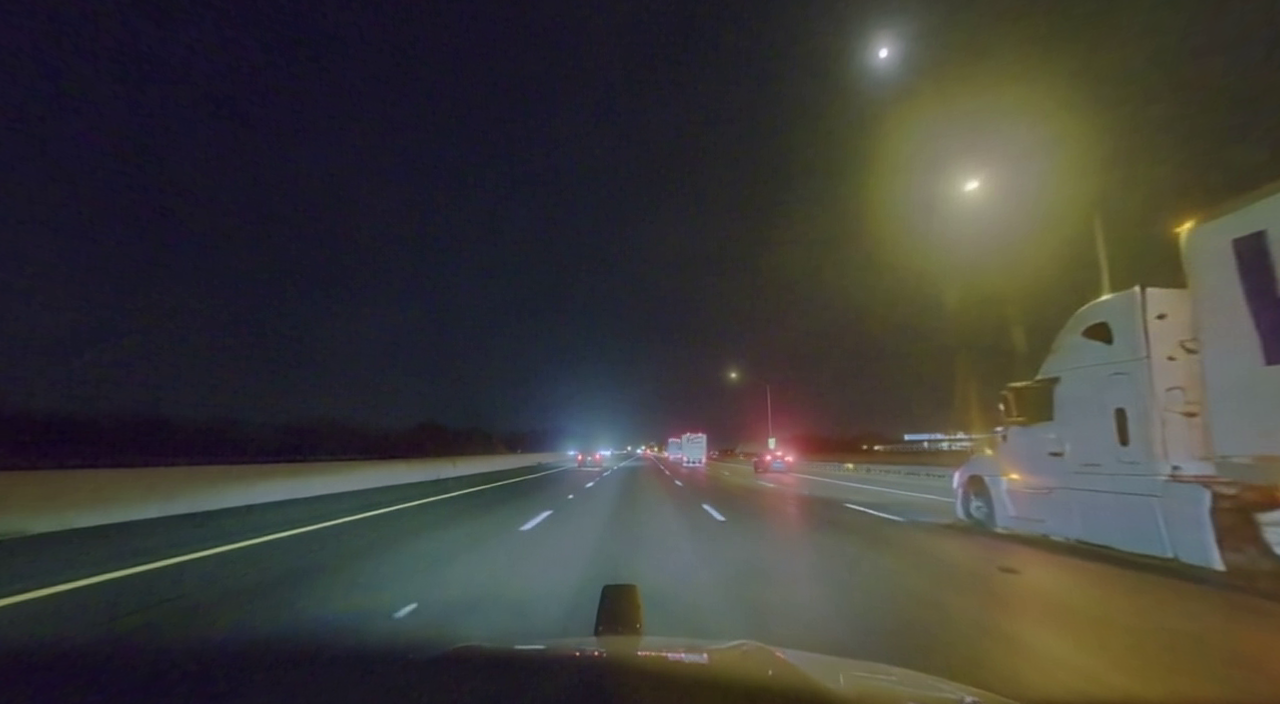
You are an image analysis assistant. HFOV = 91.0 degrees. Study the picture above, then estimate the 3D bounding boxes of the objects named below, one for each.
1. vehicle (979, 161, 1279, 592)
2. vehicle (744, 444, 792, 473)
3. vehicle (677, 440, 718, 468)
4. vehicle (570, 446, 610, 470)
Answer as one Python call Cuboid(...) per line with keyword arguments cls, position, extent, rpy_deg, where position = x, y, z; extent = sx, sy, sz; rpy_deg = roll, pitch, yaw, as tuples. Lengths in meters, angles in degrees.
Cuboid(cls="vehicle", position=(7.741, 0.525, 7.879), extent=(3.034, 4.112, 7.110), rpy_deg=(0, -9, 2))
Cuboid(cls="vehicle", position=(8.085, 6.753, 40.214), extent=(2.188, 1.727, 4.381), rpy_deg=(0, -9, 1))
Cuboid(cls="vehicle", position=(4.427, 7.966, 49.335), extent=(2.770, 1.990, 5.755), rpy_deg=(0, -9, 1))
Cuboid(cls="vehicle", position=(-3.305, 7.184, 42.740), extent=(2.164, 1.507, 4.748), rpy_deg=(0, -9, 2))
